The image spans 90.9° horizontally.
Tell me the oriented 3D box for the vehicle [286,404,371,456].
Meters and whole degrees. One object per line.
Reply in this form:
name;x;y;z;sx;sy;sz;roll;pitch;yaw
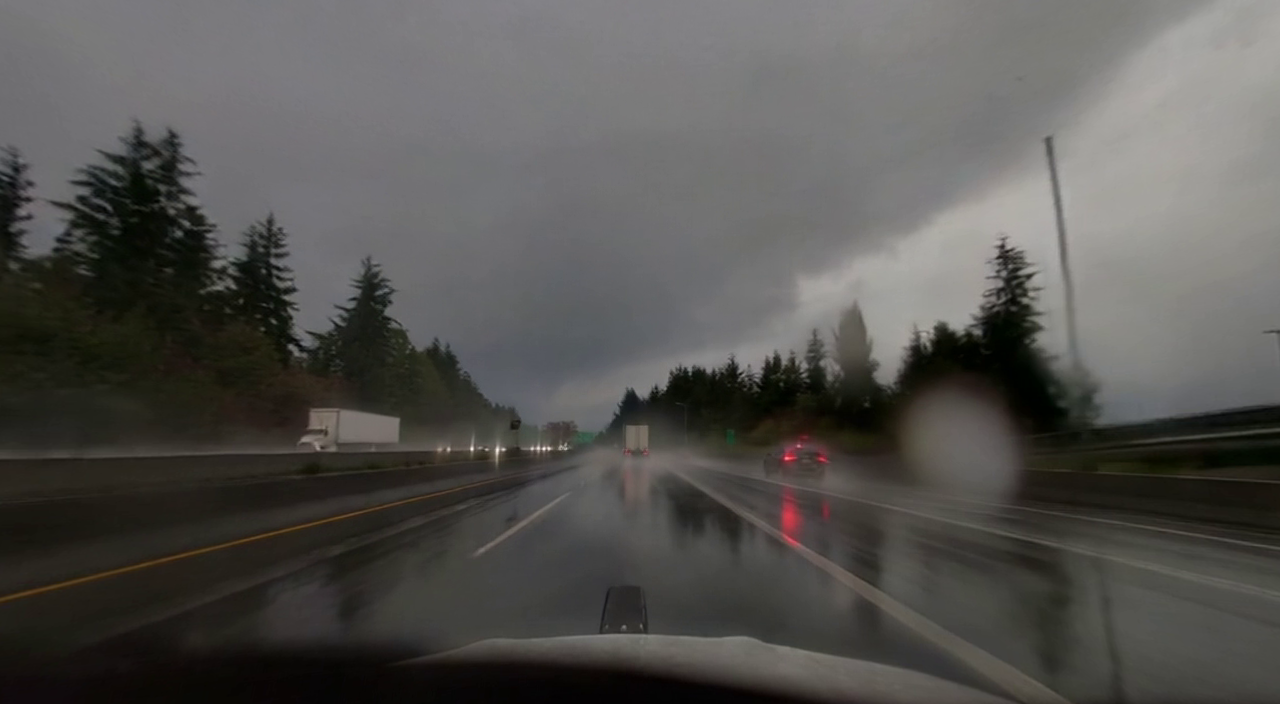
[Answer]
vehicle;-24.155;6.233;49.353;2.766;3.715;7.293;0;-9;0
